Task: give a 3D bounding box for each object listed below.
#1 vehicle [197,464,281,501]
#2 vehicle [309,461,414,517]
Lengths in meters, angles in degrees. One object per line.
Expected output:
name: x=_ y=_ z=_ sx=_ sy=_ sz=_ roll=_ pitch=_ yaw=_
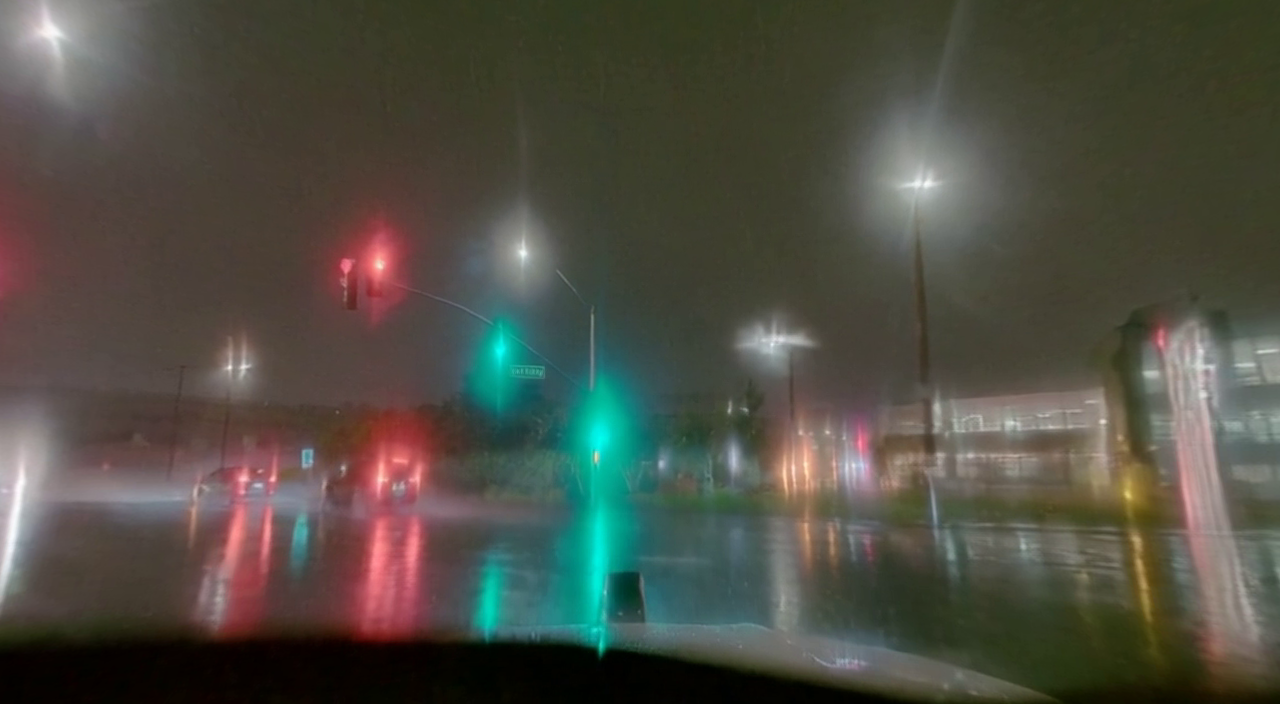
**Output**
vehicle: x=-19.911 y=6.417 z=31.354 sx=3.852 sy=1.605 sz=2.007 roll=-6 pitch=-10 yaw=33
vehicle: x=-9.357 y=4.482 z=21.073 sx=2.048 sy=1.516 sz=3.874 roll=7 pitch=-11 yaw=-40
